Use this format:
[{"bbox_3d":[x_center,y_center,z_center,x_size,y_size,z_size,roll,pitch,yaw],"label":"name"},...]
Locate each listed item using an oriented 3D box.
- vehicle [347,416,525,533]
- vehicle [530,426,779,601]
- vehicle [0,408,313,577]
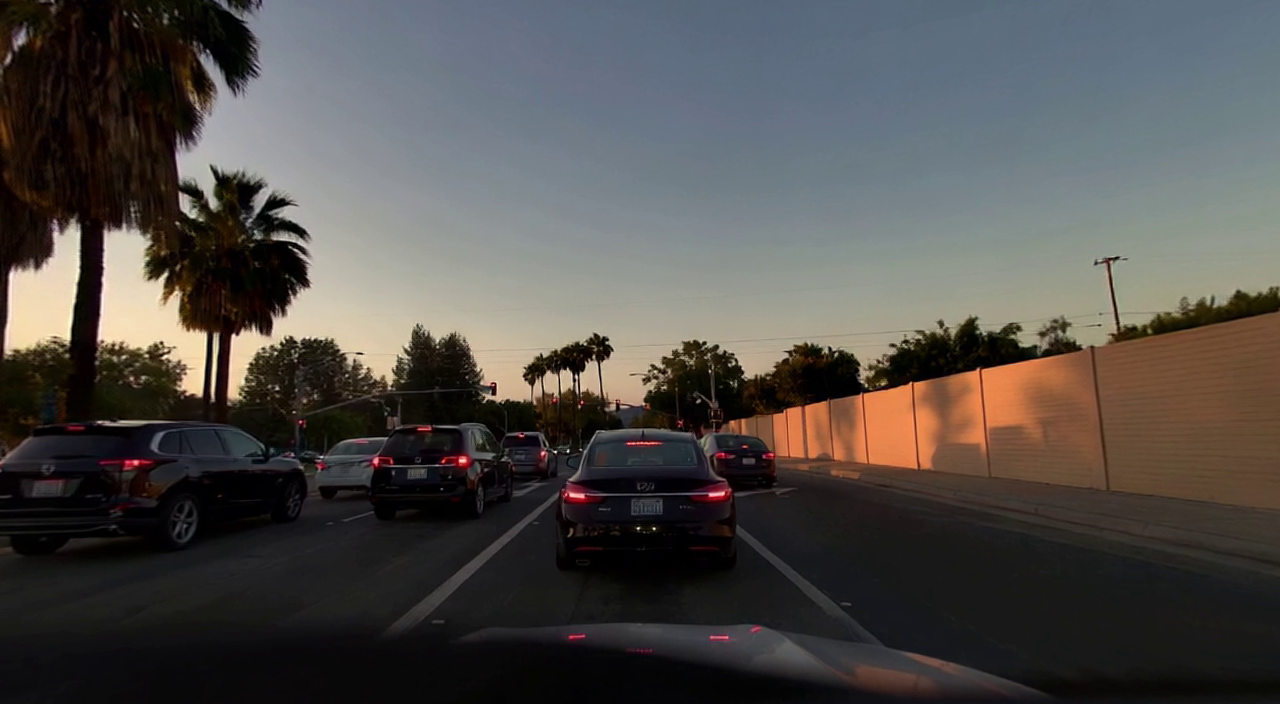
[{"bbox_3d":[-3.452,2.149,11.636,2.007,1.746,4.136,0,-8,-2],"label":"vehicle"},{"bbox_3d":[0.064,1.697,7.600,2.128,1.473,4.272,0,-8,-2],"label":"vehicle"},{"bbox_3d":[-6.681,1.770,8.751,1.963,1.721,4.467,0,-8,-2],"label":"vehicle"}]
